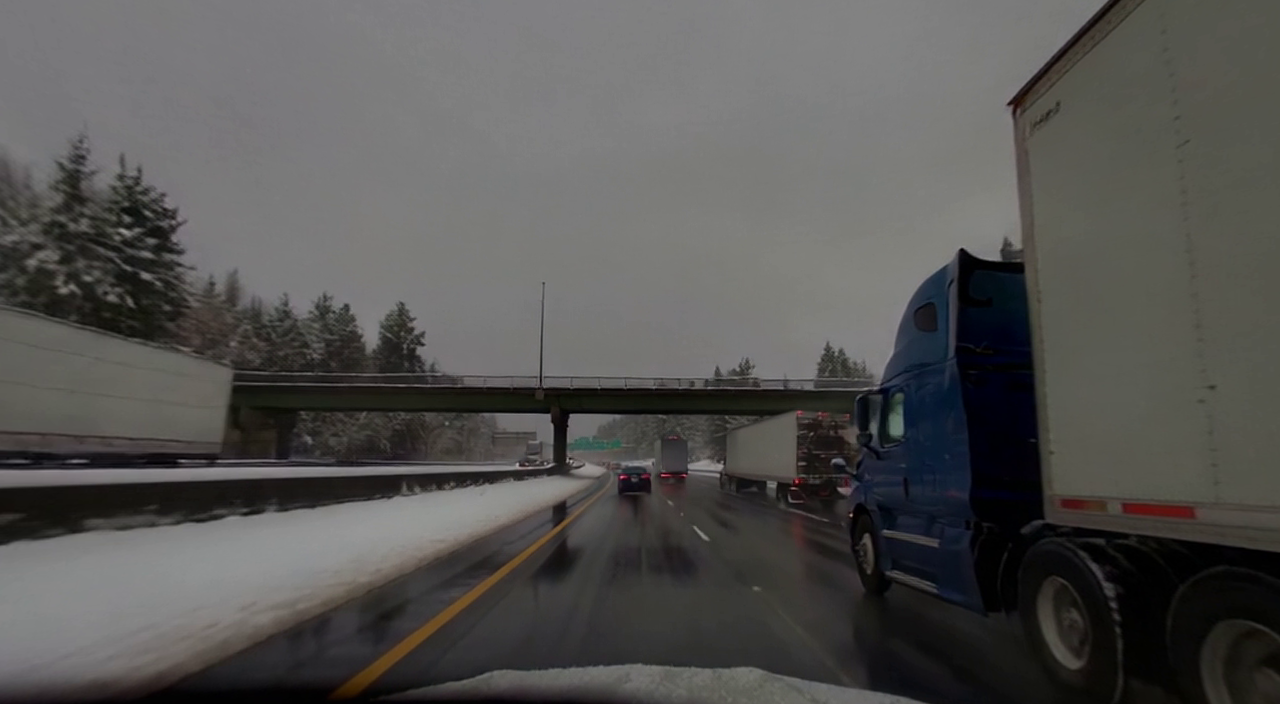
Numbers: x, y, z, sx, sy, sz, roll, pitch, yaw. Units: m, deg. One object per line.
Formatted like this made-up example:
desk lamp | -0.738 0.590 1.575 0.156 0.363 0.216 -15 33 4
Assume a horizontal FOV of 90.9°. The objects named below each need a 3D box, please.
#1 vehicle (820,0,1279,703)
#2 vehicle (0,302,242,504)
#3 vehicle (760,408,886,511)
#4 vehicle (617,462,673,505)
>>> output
vehicle | 3.742 -0.472 0.584 2.831 4.150 14.519 1 -10 0
vehicle | -12.940 1.263 13.215 2.965 3.557 9.170 1 -11 1
vehicle | 7.456 4.664 27.156 2.839 3.684 8.091 1 -11 -1
vehicle | 0.163 5.181 25.066 2.067 1.552 3.601 1 -11 0
